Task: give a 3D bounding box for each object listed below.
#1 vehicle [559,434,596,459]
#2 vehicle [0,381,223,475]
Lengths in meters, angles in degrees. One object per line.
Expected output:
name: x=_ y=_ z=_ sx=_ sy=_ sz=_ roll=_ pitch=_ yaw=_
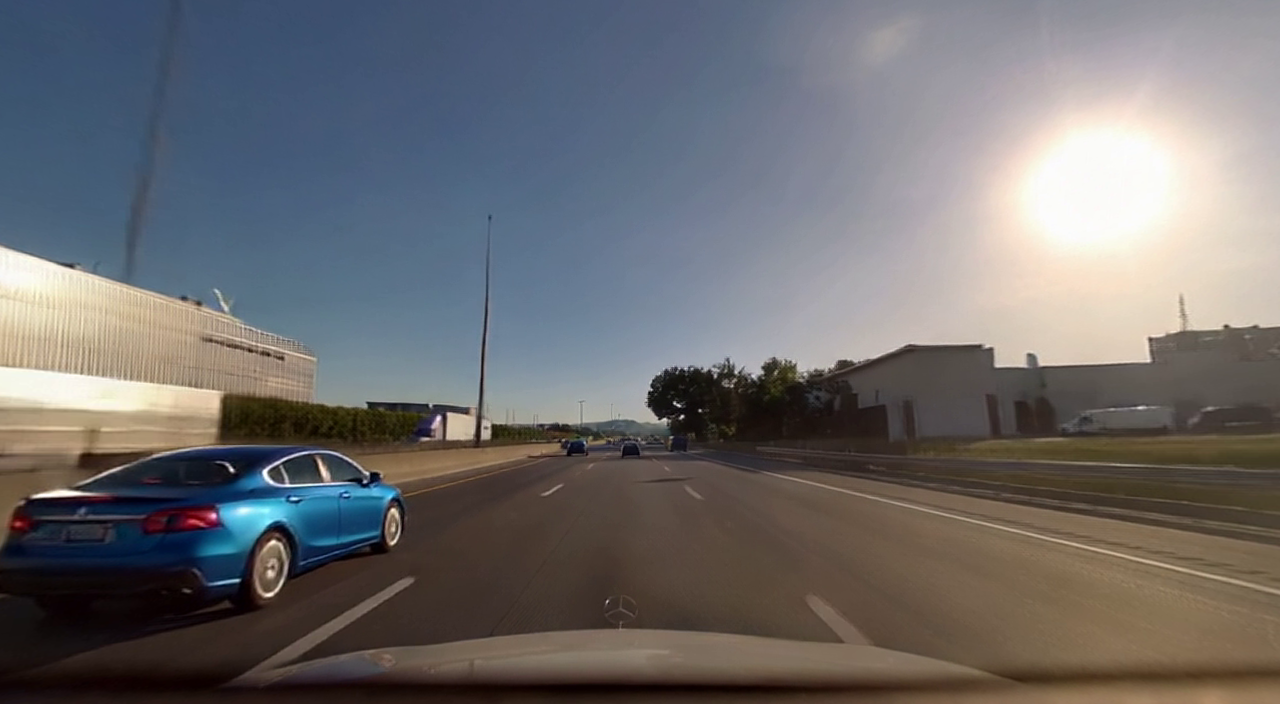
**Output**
vehicle: x=-4.342 y=6.663 z=44.261 sx=2.271 sy=1.626 sz=4.463 roll=0 pitch=-8 yaw=-1
vehicle: x=-21.055 y=3.173 z=25.771 sx=2.736 sy=3.286 sz=7.373 roll=0 pitch=-8 yaw=0
